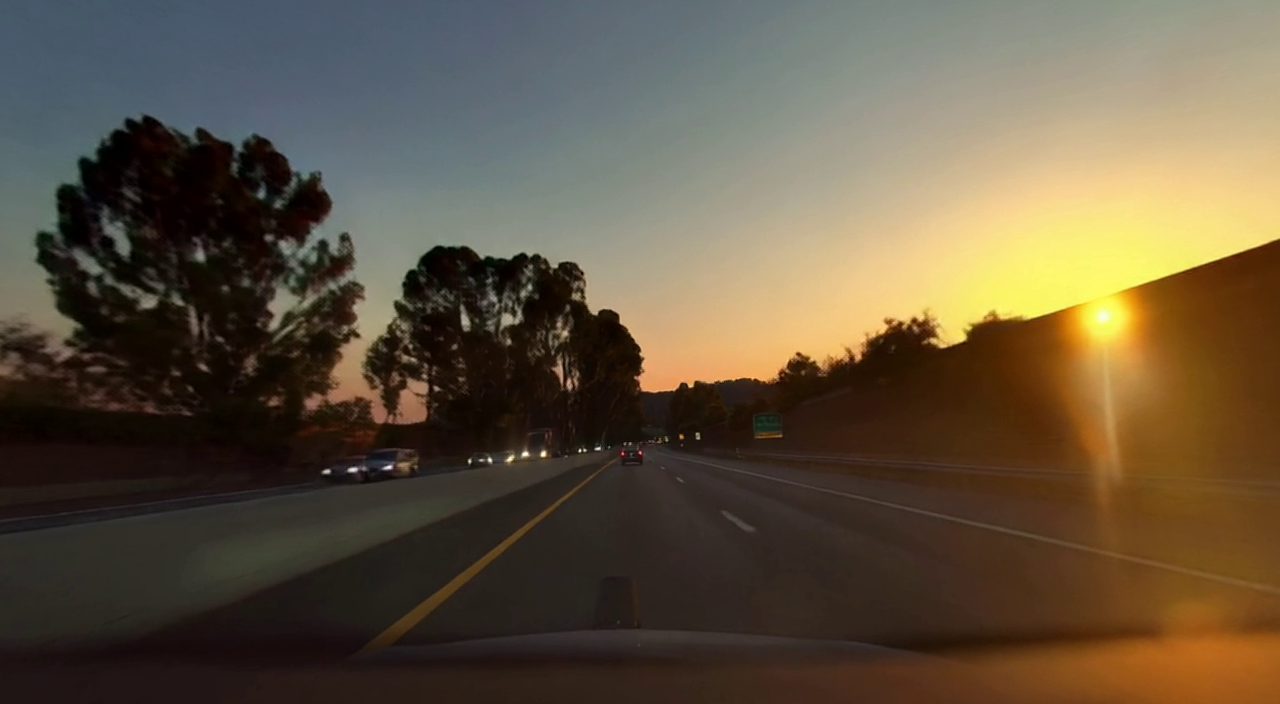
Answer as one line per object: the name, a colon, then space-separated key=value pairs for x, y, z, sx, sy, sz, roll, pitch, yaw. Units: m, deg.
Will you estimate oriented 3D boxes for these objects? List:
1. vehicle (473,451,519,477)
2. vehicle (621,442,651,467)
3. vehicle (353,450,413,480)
vehicle: x=-8.784 y=6.850 z=38.504 sx=1.852 sy=1.487 sz=3.890 roll=0 pitch=-9 yaw=1
vehicle: x=-0.301 y=7.379 z=45.259 sx=2.098 sy=1.692 sz=4.038 roll=0 pitch=-9 yaw=-1
vehicle: x=-14.250 y=6.275 z=34.957 sx=1.808 sy=1.545 sz=3.611 roll=0 pitch=-9 yaw=1
